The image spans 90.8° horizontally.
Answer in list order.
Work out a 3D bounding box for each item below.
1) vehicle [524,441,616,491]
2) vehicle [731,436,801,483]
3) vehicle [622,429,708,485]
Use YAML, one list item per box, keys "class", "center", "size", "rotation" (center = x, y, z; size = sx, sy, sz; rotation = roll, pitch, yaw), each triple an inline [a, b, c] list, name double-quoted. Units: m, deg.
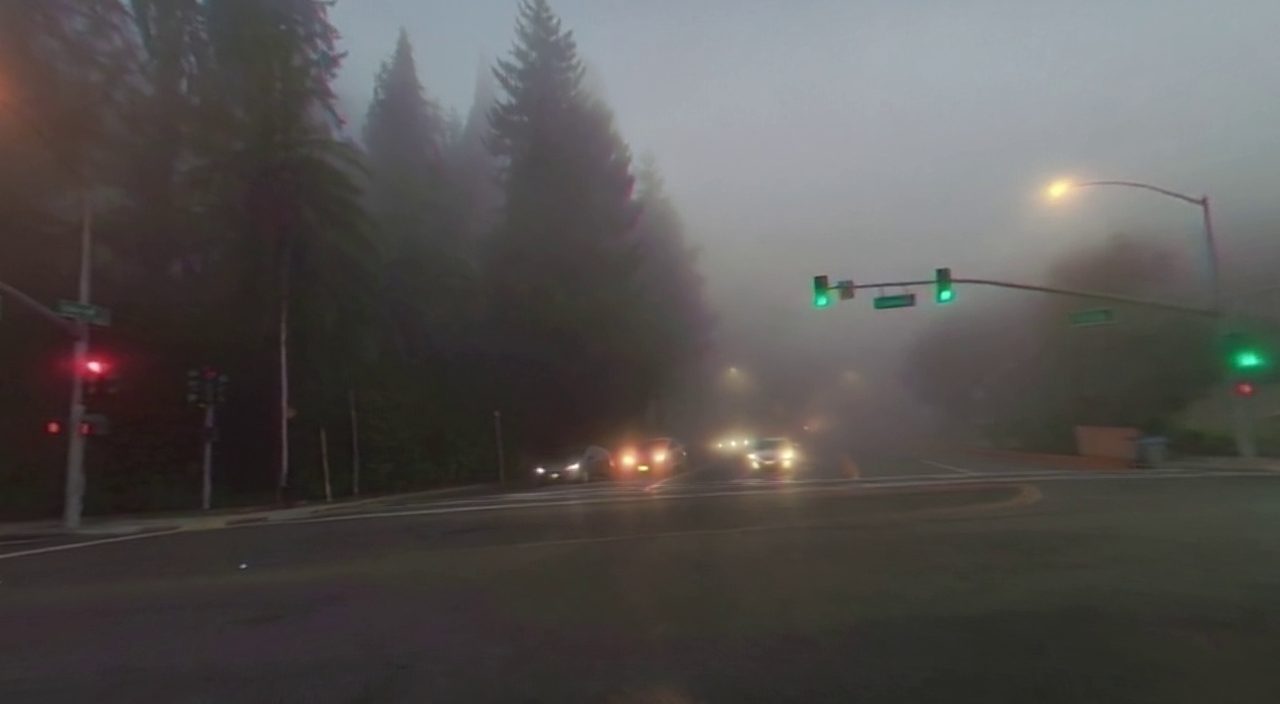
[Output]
- class: "vehicle"
  center: [-2.695, 4.573, 25.740]
  size: [2.241, 1.819, 4.690]
  rotation: [-2, -9, 13]
- class: "vehicle"
  center: [4.609, 3.838, 22.876]
  size: [2.174, 1.477, 4.805]
  rotation: [-2, -9, 12]
- class: "vehicle"
  center: [1.147, 4.202, 25.604]
  size: [2.479, 1.977, 5.254]
  rotation: [-2, -9, 13]
